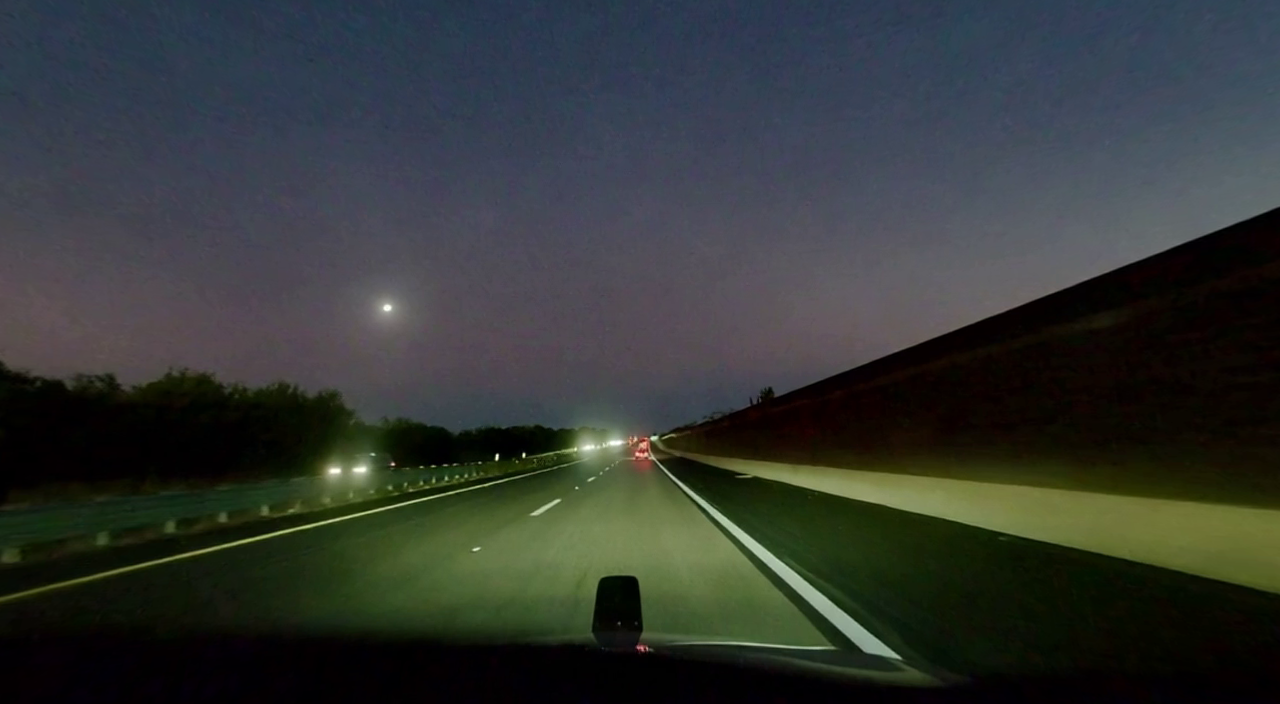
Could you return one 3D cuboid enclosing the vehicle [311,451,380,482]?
[{"bbox_3d":[-17.739,6.902,38.118,1.954,1.698,4.409,-1,-9,1],"label":"vehicle"}]
